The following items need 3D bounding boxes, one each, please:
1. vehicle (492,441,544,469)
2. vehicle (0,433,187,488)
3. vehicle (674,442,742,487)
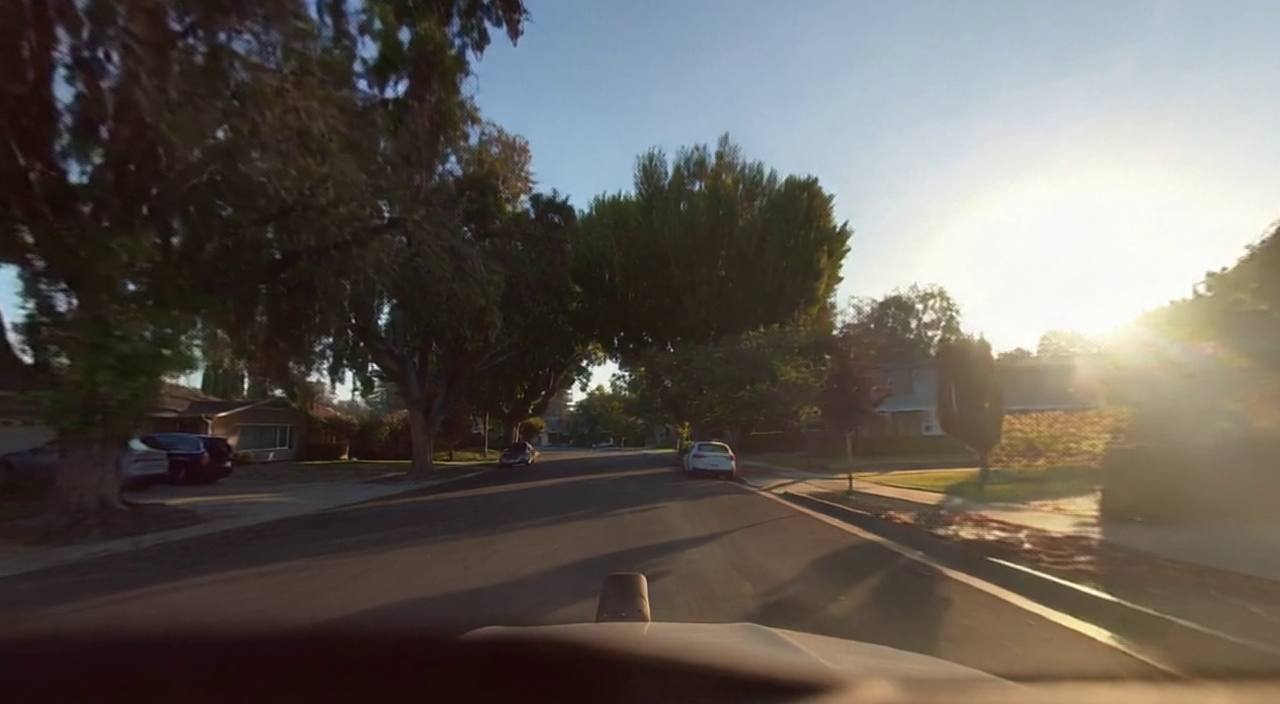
[{"bbox_3d":[-7.245,6.204,37.637,1.943,1.433,4.717,-5,-10,2],"label":"vehicle"},{"bbox_3d":[-16.266,3.173,18.551,4.344,1.483,1.928,-1,-8,6],"label":"vehicle"},{"bbox_3d":[2.360,4.013,22.933,2.088,1.429,4.796,0,-8,2],"label":"vehicle"}]
